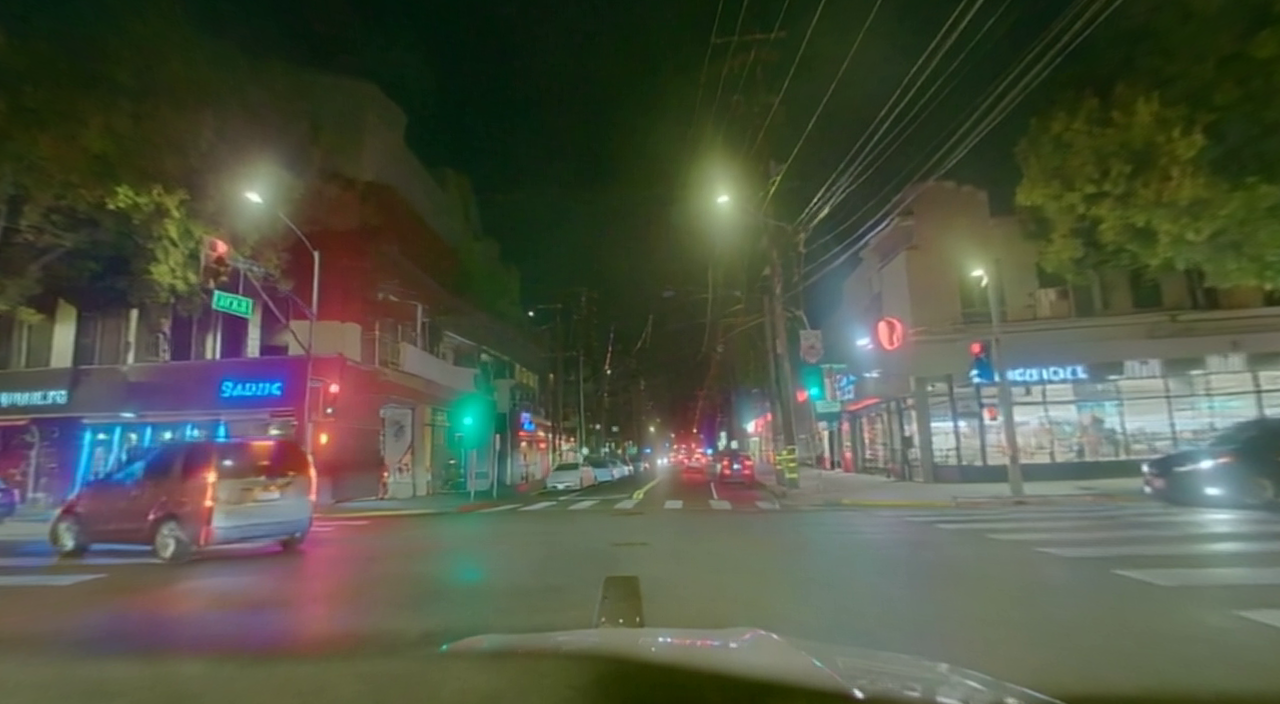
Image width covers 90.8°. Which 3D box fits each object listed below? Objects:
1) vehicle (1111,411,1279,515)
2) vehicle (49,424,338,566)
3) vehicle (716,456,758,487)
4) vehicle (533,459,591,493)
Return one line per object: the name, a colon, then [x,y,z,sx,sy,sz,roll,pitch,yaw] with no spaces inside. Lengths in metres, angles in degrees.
vehicle: [13.512,2.198,12.825,5.716,1.894,2.433,-2,-9,5]
vehicle: [-7.723,2.308,10.883,4.611,1.882,2.440,-7,-11,34]
vehicle: [5.369,6.645,35.393,2.062,1.526,3.989,-1,-9,5]
vehicle: [-4.142,6.665,34.322,2.179,1.596,4.286,-1,-9,7]
